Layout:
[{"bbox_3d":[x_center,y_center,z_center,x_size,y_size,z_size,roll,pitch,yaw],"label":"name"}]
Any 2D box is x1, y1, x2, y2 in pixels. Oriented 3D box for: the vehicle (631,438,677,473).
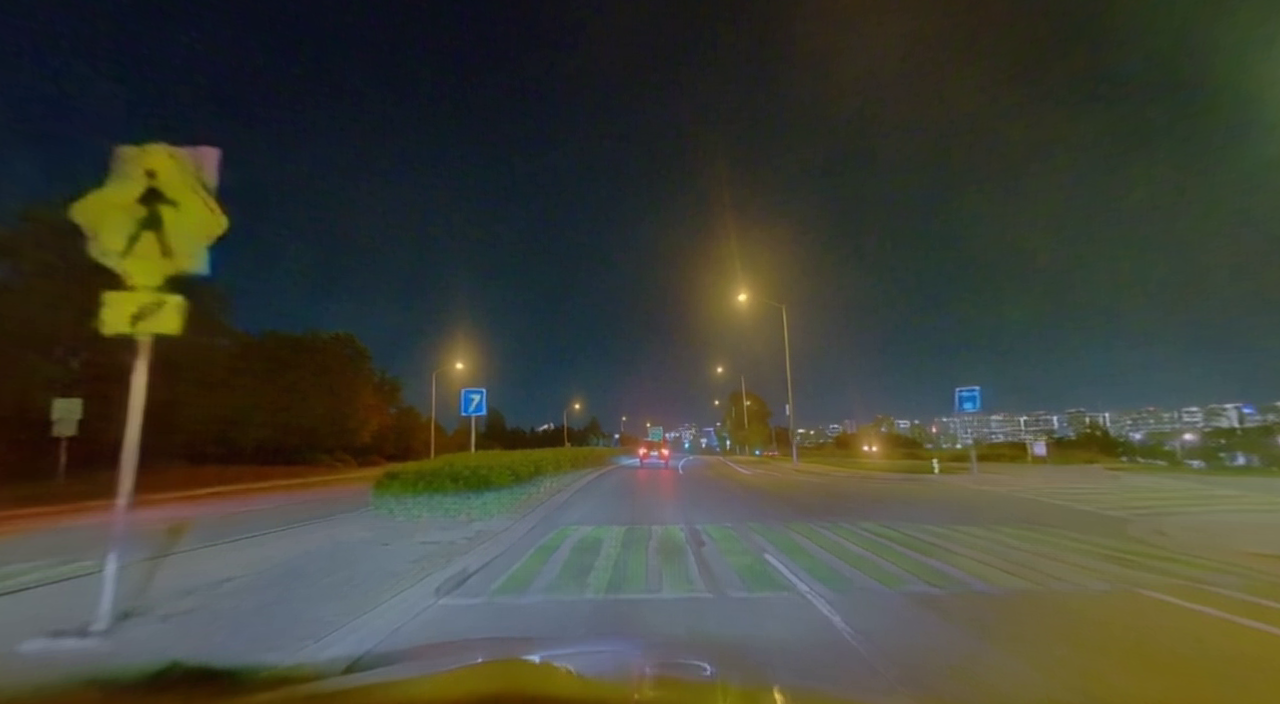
[{"bbox_3d":[0.718,5.170,31.789,2.158,1.600,3.865,-1,-8,2],"label":"vehicle"}]
